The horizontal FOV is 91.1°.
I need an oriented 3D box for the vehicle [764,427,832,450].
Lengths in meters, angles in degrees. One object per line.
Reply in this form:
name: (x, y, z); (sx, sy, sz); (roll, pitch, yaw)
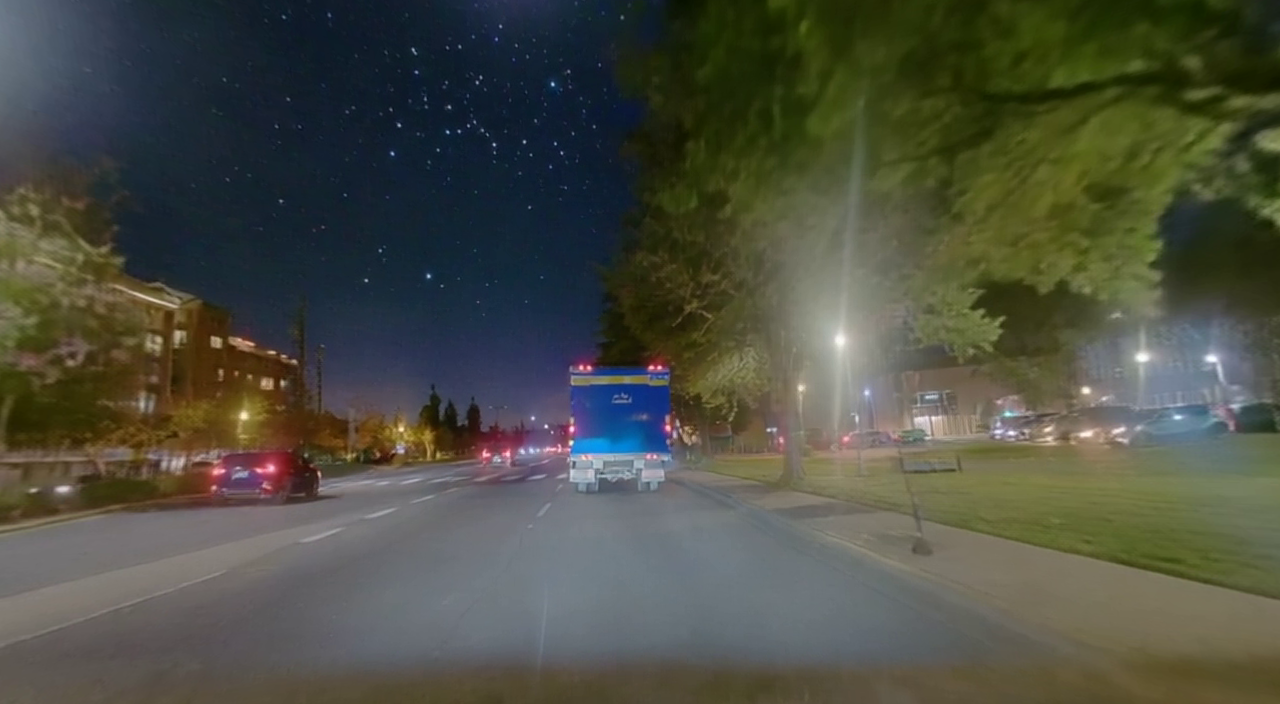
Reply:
vehicle: (11.246, 6.194, 44.884); (4.321, 1.579, 1.823); (1, -9, -4)

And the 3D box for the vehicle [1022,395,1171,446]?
vehicle: (17.849, 2.804, 24.913); (1.880, 1.804, 4.679); (1, -8, -9)

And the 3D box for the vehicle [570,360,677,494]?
vehicle: (-0.849, 2.687, 21.600); (2.905, 3.644, 8.807); (1, -9, -5)

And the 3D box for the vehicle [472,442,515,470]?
vehicle: (-9.823, 7.008, 42.417); (2.095, 1.759, 4.433); (0, -9, -3)

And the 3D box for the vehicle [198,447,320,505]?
vehicle: (-12.359, 3.979, 20.760); (1.958, 1.672, 4.283); (1, -9, -10)

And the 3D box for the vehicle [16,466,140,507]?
vehicle: (-27.820, 6.634, 31.340); (2.033, 1.742, 4.692); (1, -9, -5)
